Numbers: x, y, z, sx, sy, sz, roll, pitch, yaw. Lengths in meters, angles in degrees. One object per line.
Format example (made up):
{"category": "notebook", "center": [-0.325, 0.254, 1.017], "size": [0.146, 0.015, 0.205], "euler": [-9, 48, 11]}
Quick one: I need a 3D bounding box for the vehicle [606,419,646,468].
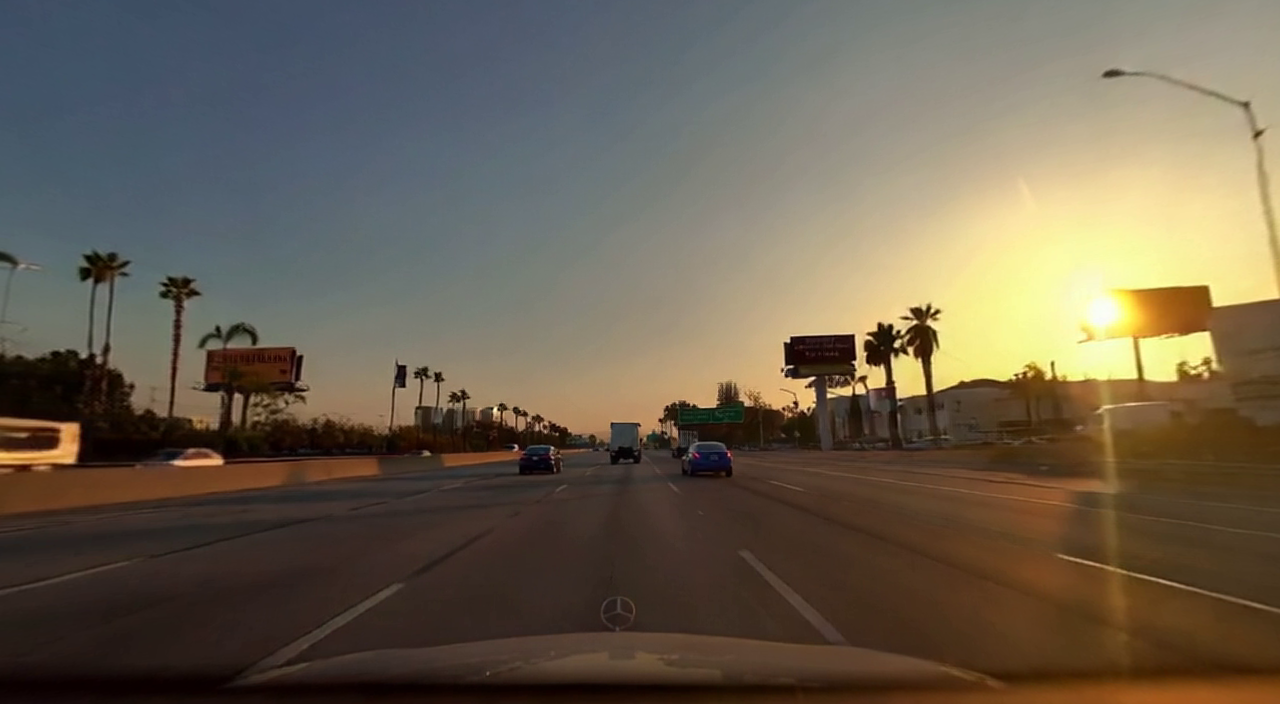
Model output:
{"category": "vehicle", "center": [-0.927, 5.992, 41.269], "size": [2.364, 2.953, 6.495], "euler": [0, -8, -2]}

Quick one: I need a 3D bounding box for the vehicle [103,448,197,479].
{"category": "vehicle", "center": [-31.347, 7.118, 40.616], "size": [2.126, 1.827, 4.880], "euler": [0, -9, -1]}

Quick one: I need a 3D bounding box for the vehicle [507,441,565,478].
{"category": "vehicle", "center": [-4.920, 5.132, 30.498], "size": [2.021, 1.598, 4.887], "euler": [0, -9, -1]}

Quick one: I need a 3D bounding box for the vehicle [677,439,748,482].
{"category": "vehicle", "center": [2.872, 4.414, 26.058], "size": [2.175, 1.598, 4.584], "euler": [0, -9, -3]}
